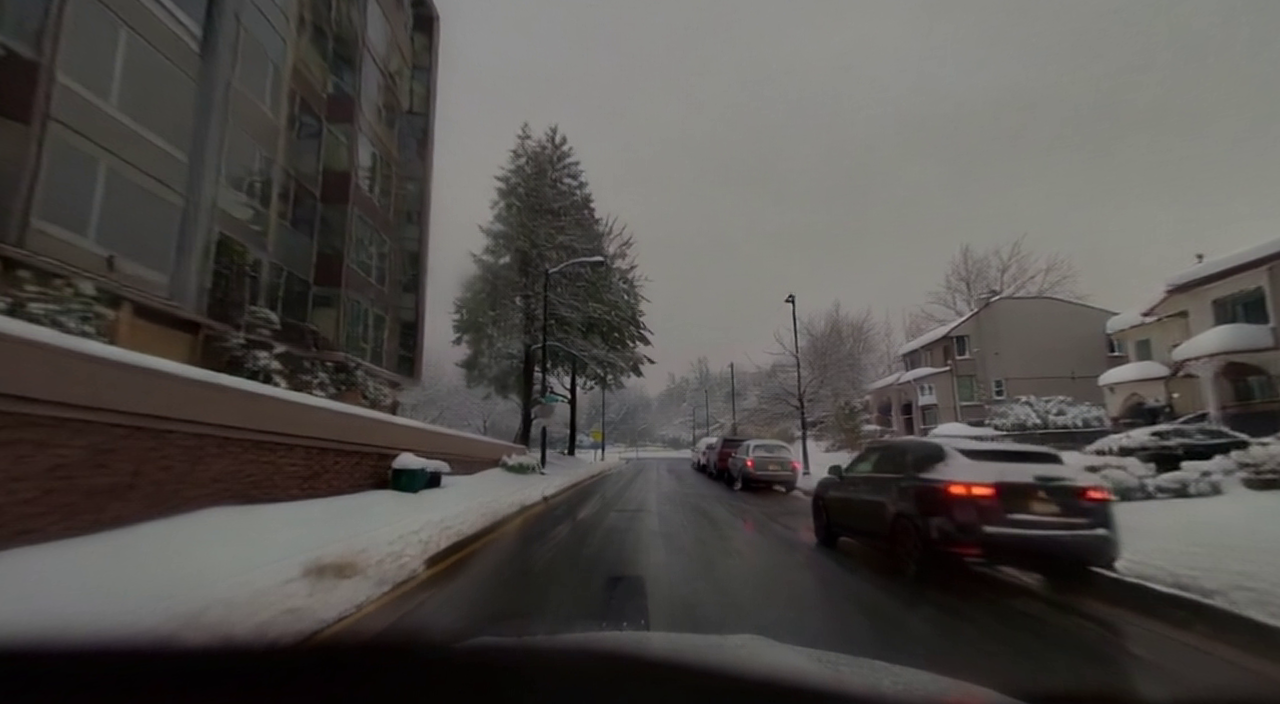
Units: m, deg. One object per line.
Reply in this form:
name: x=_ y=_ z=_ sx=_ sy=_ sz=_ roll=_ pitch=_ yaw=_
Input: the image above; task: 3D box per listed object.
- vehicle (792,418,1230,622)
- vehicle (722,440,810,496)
vehicle: x=3.282 y=1.575 z=6.969 sx=2.024 sy=1.475 sz=4.565 roll=0 pitch=-9 yaw=-1
vehicle: x=3.581 y=3.371 z=18.735 sx=1.848 sy=1.442 sz=4.425 roll=-1 pitch=-9 yaw=2
